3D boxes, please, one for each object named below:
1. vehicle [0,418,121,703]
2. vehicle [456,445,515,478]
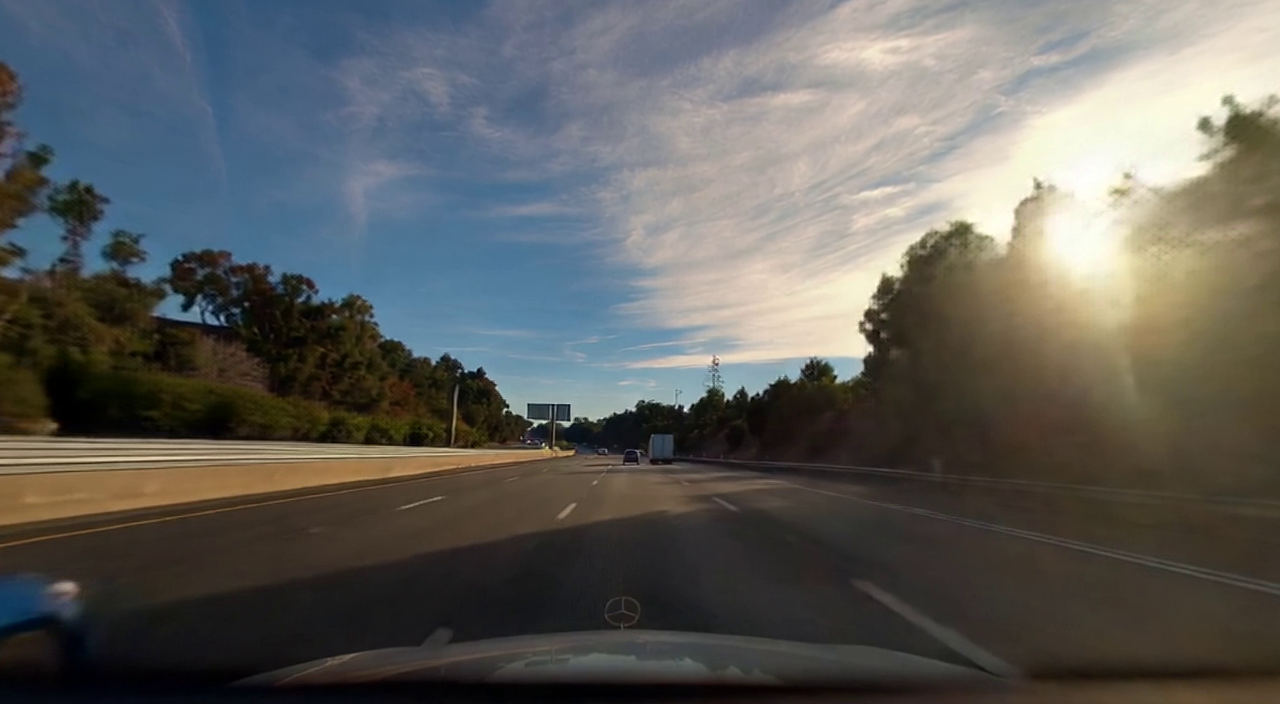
[{"bbox_3d":[-4.198,0.852,1.582,2.090,1.487,4.276,0,-9,1],"label":"vehicle"},{"bbox_3d":[-7.458,5.307,30.804,1.915,1.479,3.843,0,-9,0],"label":"vehicle"}]
